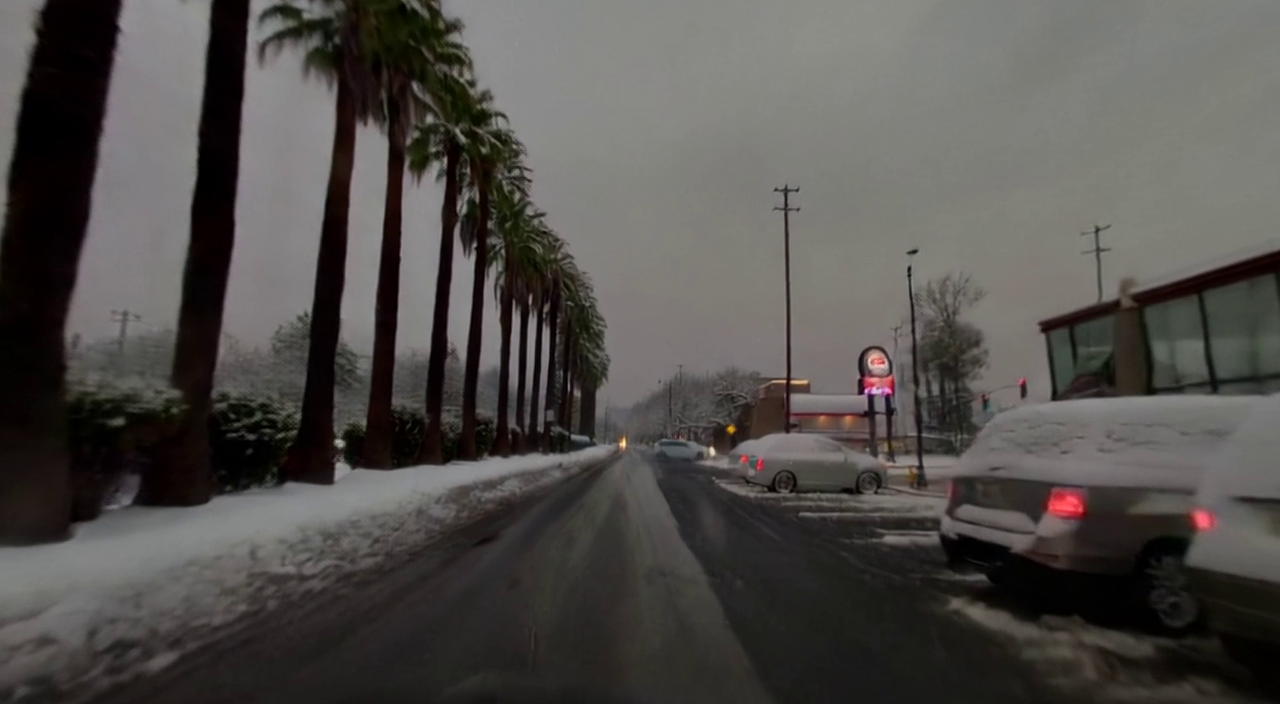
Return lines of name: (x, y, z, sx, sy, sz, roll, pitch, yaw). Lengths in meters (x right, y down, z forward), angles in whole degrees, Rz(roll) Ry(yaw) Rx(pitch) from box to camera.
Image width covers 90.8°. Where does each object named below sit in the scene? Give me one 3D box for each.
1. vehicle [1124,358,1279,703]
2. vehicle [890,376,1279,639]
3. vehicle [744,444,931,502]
vehicle: (5.624, 0.943, 3.209, 4.743, 1.800, 1.952, 1, -9, -3)
vehicle: (5.521, 1.342, 5.947, 5.491, 1.843, 2.103, 2, -9, -8)
vehicle: (5.620, 3.448, 18.357, 4.742, 1.506, 1.919, 0, -8, -5)
